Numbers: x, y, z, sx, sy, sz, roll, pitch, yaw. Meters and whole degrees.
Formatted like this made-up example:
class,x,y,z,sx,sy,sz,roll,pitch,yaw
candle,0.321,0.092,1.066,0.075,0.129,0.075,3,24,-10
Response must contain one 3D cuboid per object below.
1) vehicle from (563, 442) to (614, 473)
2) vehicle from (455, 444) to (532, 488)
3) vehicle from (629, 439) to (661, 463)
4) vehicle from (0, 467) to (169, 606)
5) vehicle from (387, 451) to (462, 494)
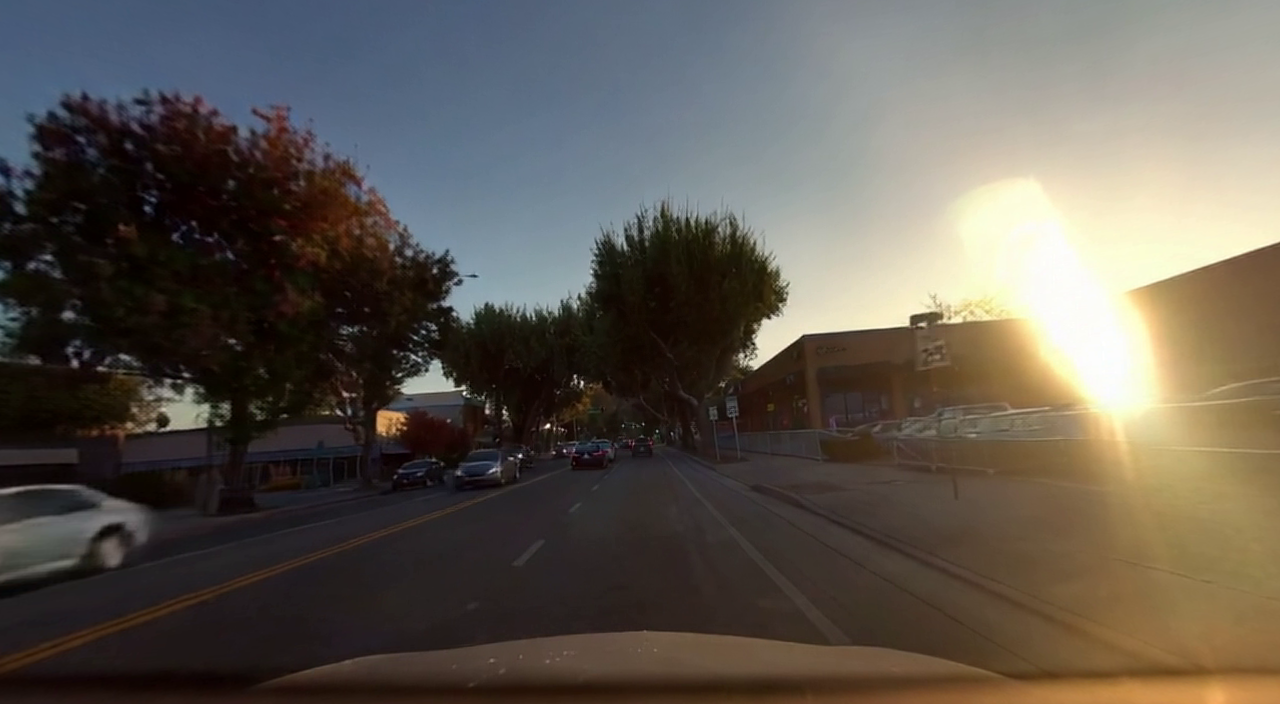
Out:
class,x,y,z,sx,sy,sz,roll,pitch,yaw
vehicle,-2.457,5.143,31.030,2.099,1.424,4.609,0,-8,0
vehicle,-5.797,4.530,25.438,2.045,1.619,3.973,0,-8,1
vehicle,0.310,6.552,41.871,2.020,1.478,3.922,0,-8,-1
vehicle,-8.614,2.317,7.914,1.952,1.540,4.413,0,-8,1
vehicle,-11.026,6.150,32.559,1.978,1.640,4.695,-9,-8,1
